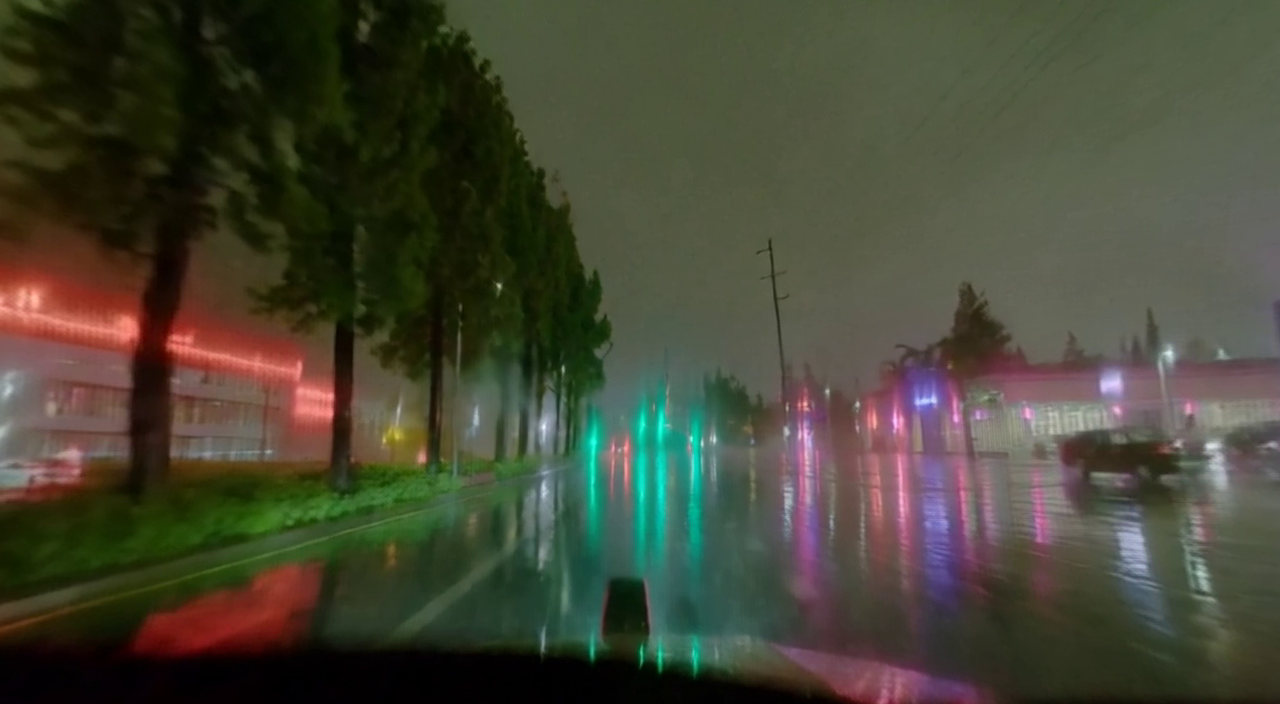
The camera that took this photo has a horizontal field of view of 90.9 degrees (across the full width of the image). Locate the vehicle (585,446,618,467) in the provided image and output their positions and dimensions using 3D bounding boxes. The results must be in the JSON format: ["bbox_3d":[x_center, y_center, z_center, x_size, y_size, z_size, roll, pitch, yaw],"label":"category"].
[{"bbox_3d":[-2.841,7.820,47.305,2.082,1.460,4.442,0,-8,1],"label":"vehicle"}]

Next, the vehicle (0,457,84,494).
[{"bbox_3d":[-31.545,6.351,32.665,1.830,1.663,4.166,1,-8,-6],"label":"vehicle"}]

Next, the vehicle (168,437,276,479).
[{"bbox_3d":[-29.606,7.502,44.791,5.890,2.815,2.228,0,-8,-2],"label":"vehicle"}]

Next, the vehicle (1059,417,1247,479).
[{"bbox_3d":[16.878,3.215,21.195,2.038,1.827,4.870,0,-8,-2],"label":"vehicle"}]
